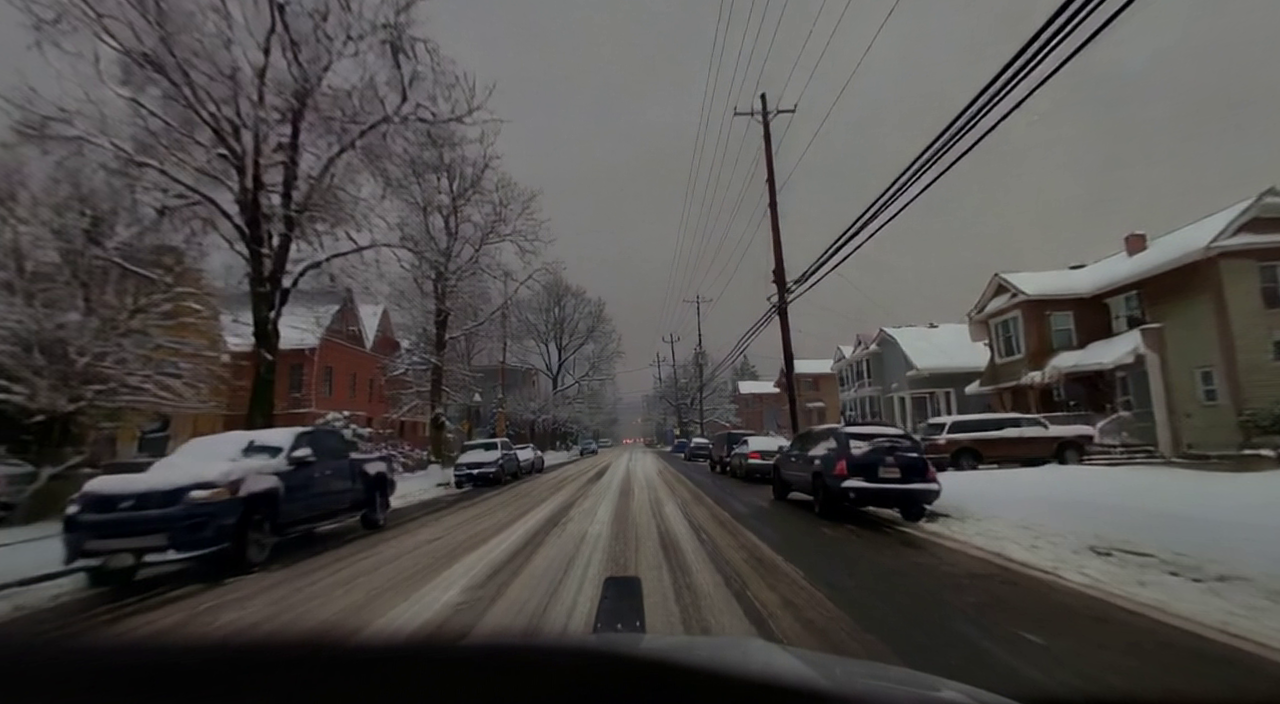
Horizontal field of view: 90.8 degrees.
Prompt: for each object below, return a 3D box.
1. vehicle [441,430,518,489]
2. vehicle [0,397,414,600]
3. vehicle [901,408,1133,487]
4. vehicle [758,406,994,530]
[{"bbox_3d":[-5.789,3.883,23.312,2.046,1.825,4.627,-2,-7,-6],"label":"vehicle"},{"bbox_3d":[-5.444,1.848,9.246,2.285,1.895,5.883,-3,-8,-1],"label":"vehicle"},{"bbox_3d":[10.677,2.704,18.187,5.376,1.914,1.988,-2,-7,-3],"label":"vehicle"},{"bbox_3d":[4.092,2.156,12.381,2.279,1.848,5.577,0,-8,-2],"label":"vehicle"}]
